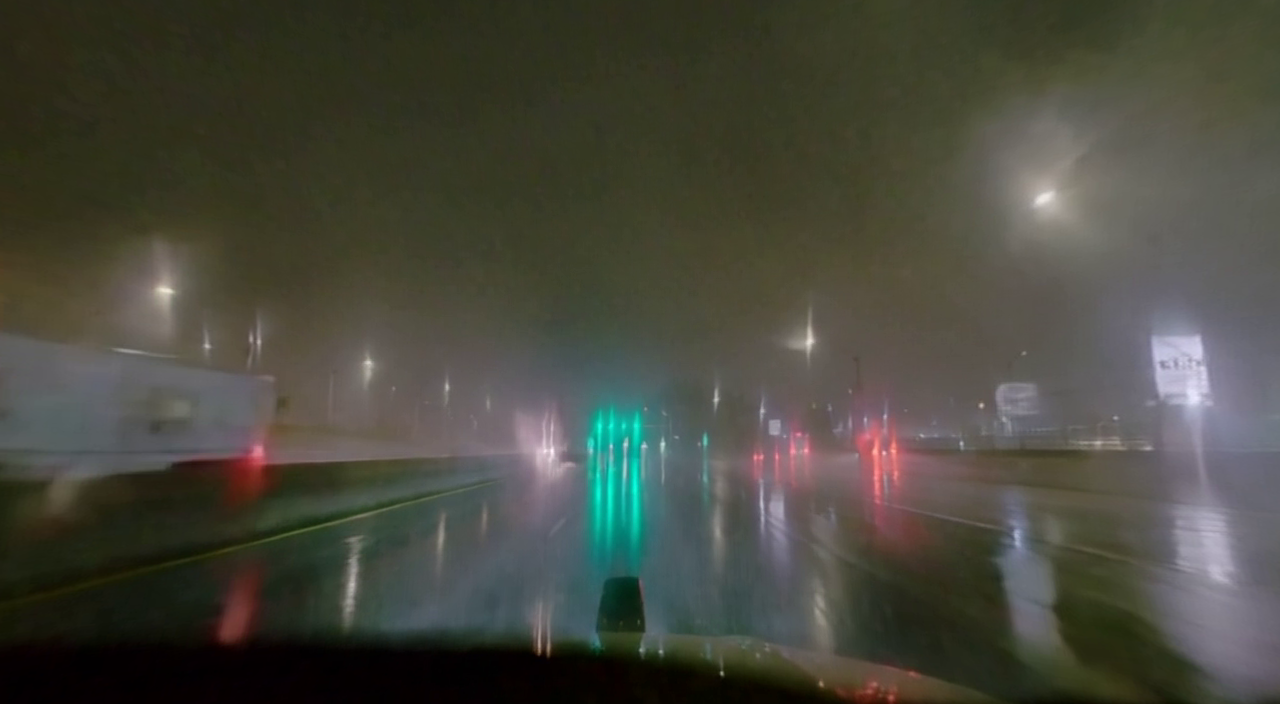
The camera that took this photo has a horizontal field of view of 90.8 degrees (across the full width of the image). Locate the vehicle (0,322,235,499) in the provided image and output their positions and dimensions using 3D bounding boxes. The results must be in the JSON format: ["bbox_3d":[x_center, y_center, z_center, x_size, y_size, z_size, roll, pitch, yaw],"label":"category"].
[{"bbox_3d":[-16.397,1.559,15.883,2.944,4.077,14.655,0,-9,-1],"label":"vehicle"}]
